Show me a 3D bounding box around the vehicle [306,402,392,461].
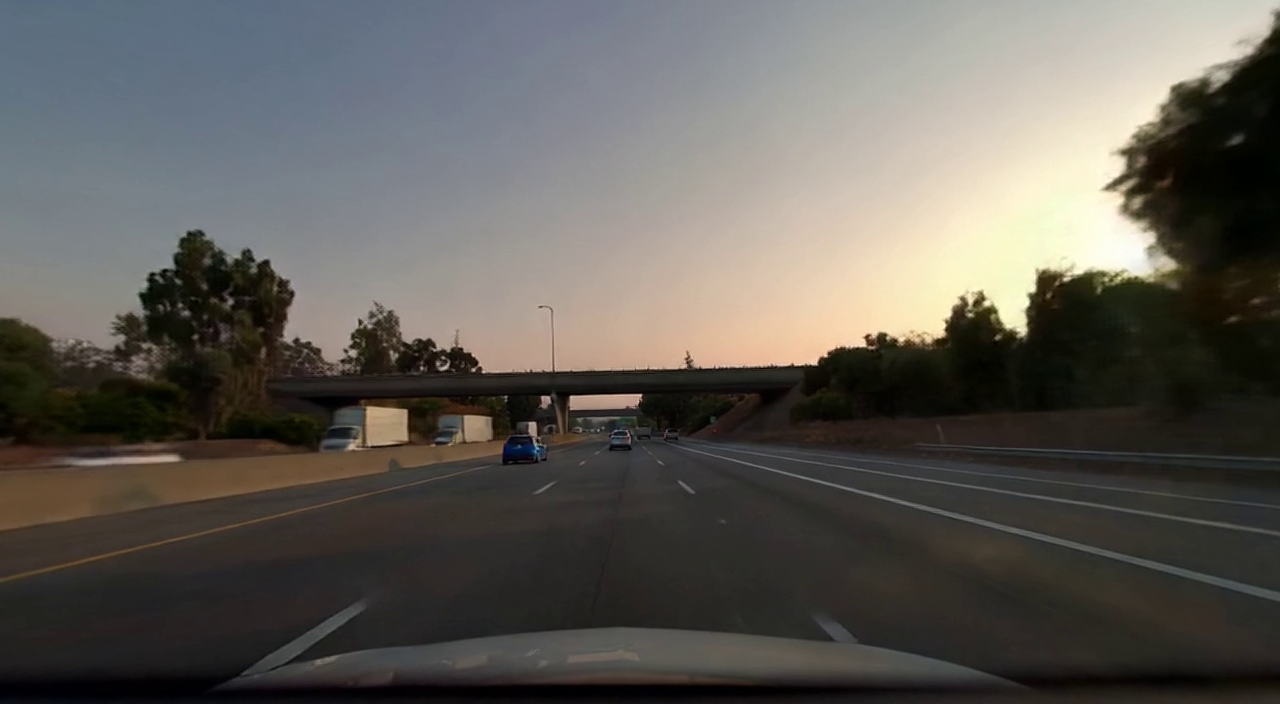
[{"bbox_3d":[-20.892,5.786,45.629,3.146,3.920,6.327,1,-7,-1],"label":"vehicle"}]

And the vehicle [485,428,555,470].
[{"bbox_3d":[-4.797,3.945,25.836,2.017,1.537,4.496,0,-8,0],"label":"vehicle"}]

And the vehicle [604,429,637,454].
[{"bbox_3d":[-1.258,6.030,42.467,2.116,1.625,4.004,0,-8,0],"label":"vehicle"}]
